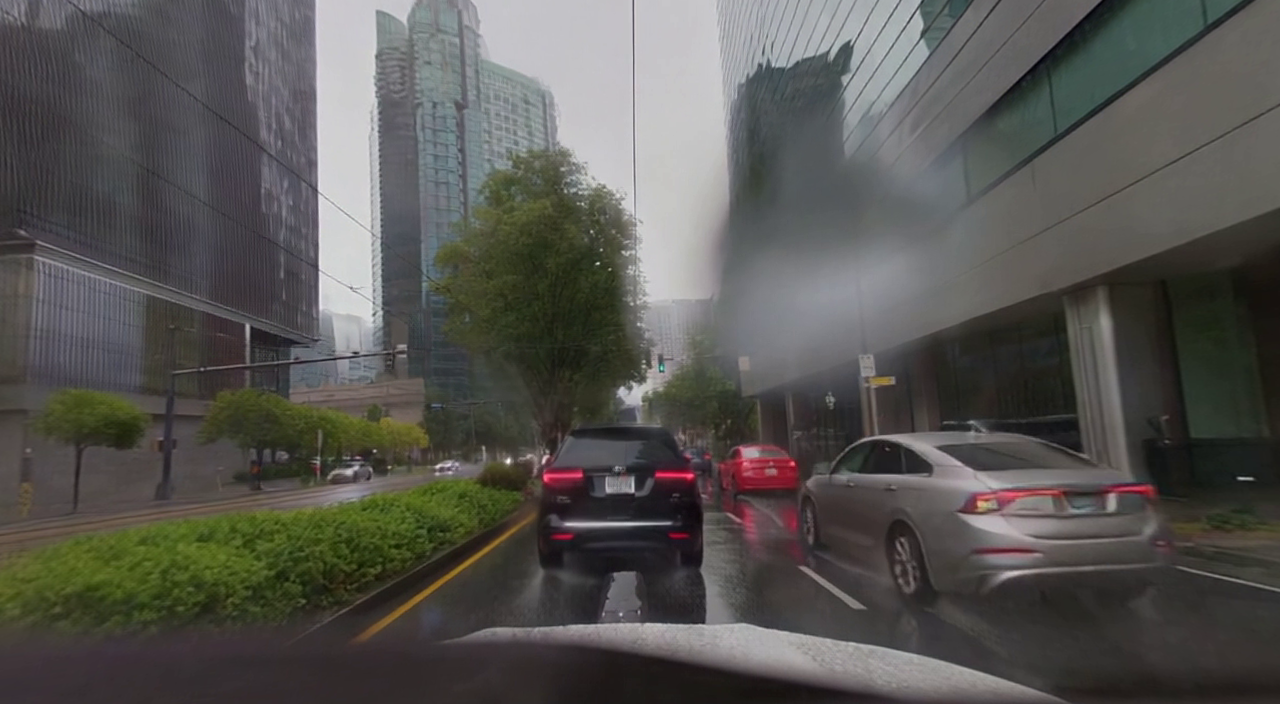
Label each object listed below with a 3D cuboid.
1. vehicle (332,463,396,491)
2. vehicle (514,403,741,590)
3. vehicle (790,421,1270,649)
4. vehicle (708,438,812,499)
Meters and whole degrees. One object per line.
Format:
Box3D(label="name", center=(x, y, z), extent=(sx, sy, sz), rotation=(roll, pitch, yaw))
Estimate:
Box3D(label="vehicle", center=(-15.807, 7.159, 36.414), extent=(1.798, 1.409, 4.239), rotation=(0, -8, -1))
Box3D(label="vehicle", center=(-0.202, 1.706, 8.302), extent=(2.178, 1.779, 4.255), rotation=(0, -8, -2))
Box3D(label="vehicle", center=(3.114, 1.531, 6.405), extent=(1.993, 1.480, 4.324), rotation=(0, -8, -2))
Box3D(label="vehicle", center=(3.412, 3.413, 18.892), extent=(2.128, 1.582, 4.188), rotation=(0, -8, -3))
